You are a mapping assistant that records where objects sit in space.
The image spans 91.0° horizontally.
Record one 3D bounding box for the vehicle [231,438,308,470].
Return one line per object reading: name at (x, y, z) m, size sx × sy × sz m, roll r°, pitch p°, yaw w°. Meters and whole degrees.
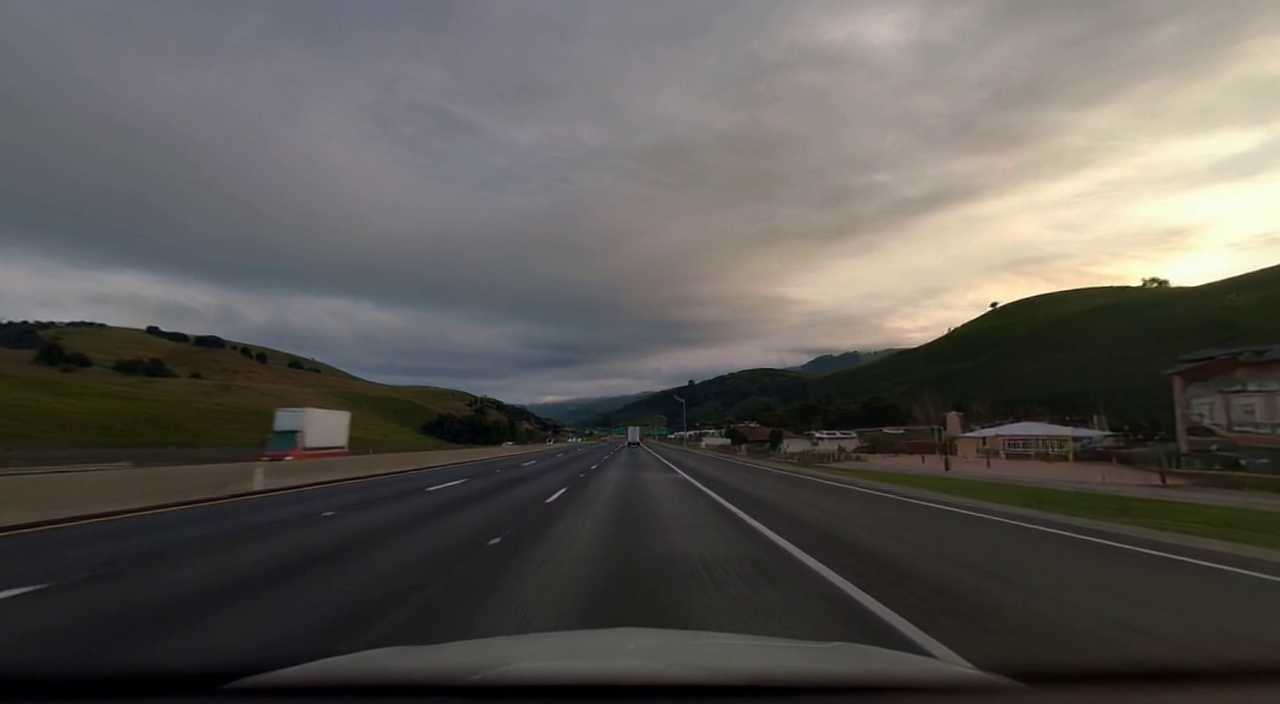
vehicle at (-23.556, 6.490, 40.248) m, size 2.028 × 1.893 × 4.760 m, roll 0°, pitch -8°, yaw -1°
